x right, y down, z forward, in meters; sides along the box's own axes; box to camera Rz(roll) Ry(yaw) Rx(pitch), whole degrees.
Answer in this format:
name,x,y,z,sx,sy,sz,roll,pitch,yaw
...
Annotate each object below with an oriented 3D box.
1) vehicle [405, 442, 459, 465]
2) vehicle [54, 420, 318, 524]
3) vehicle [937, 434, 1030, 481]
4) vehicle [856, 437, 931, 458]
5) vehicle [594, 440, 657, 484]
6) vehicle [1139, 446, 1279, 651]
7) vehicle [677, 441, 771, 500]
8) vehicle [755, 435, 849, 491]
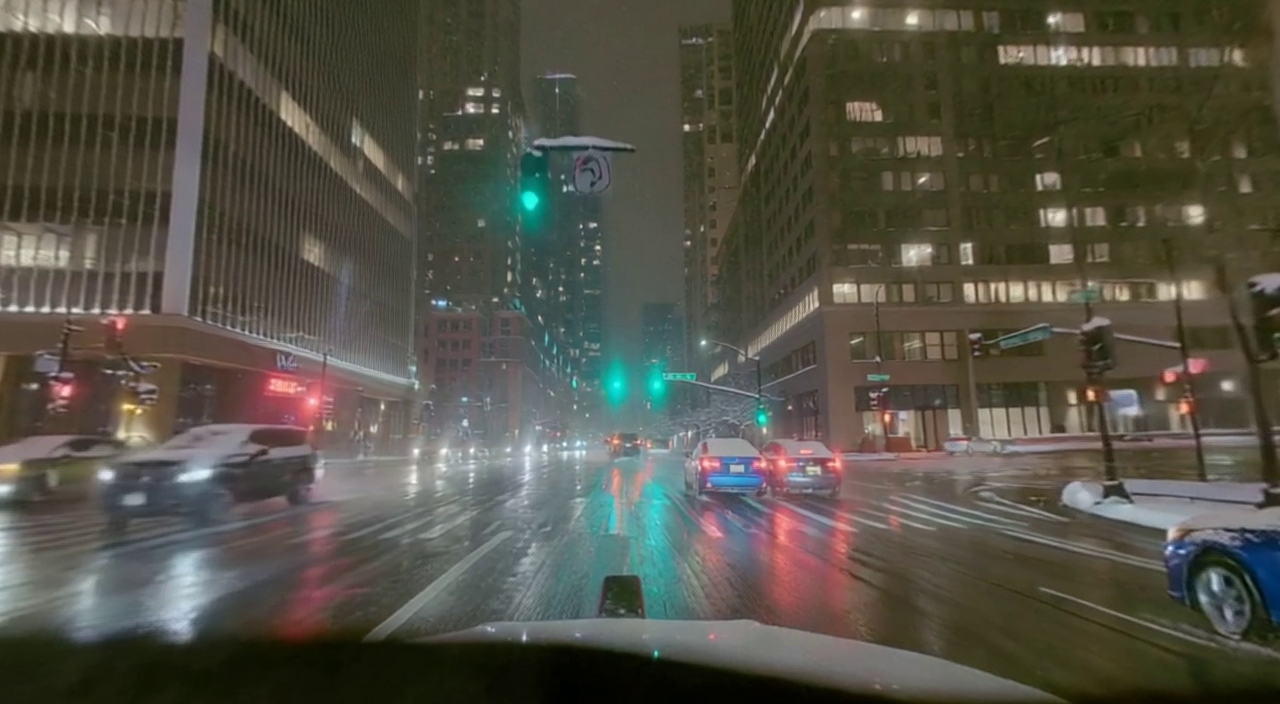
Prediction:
name,x,y,z,sx,sy,sz,roll,pitch,yaw
vehicle,-13.020,6.385,39.764,1.939,1.326,4.340,0,-9,0
vehicle,-9.316,2.497,13.684,2.142,1.817,4.823,0,-9,-1
vehicle,14.452,4.373,26.472,4.640,1.794,2.008,8,-12,-43
vehicle,18.954,7.136,47.332,4.862,1.495,1.956,1,-9,-7
vehicle,-0.524,3.961,23.032,2.096,1.457,4.160,0,-9,-1
vehicle,5.672,1.273,3.521,1.914,1.484,4.639,0,-9,-1
vehicle,2.266,3.337,18.288,1.987,1.484,4.427,0,-9,-2
vehicle,5.512,3.840,22.177,2.015,1.745,4.444,0,-9,-2
